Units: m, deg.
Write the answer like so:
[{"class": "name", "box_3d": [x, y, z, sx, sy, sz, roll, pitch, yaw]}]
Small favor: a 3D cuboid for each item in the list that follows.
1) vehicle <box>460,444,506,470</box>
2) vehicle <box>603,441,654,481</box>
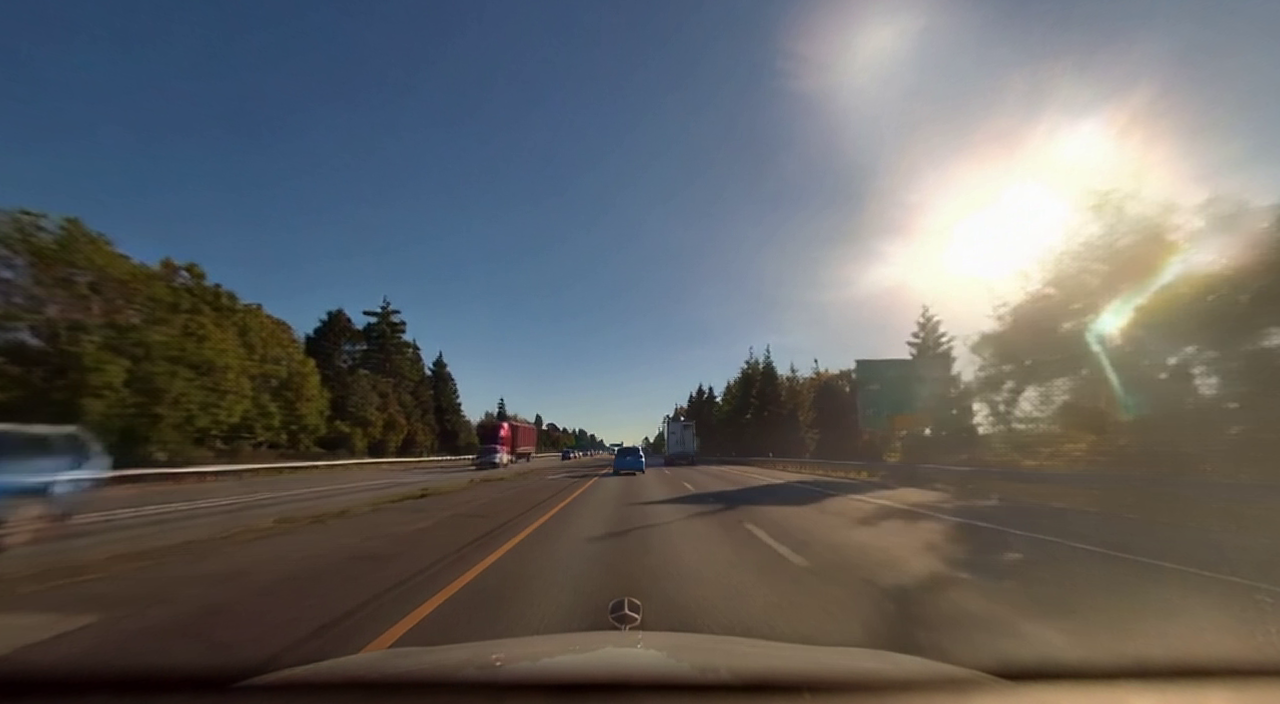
[{"class": "vehicle", "box_3d": [-10.298, 6.920, 41.563, 1.890, 1.575, 4.211, -1, -9, 1]}, {"class": "vehicle", "box_3d": [-0.530, 5.045, 29.379, 2.190, 1.706, 4.062, 0, -9, -1]}]
